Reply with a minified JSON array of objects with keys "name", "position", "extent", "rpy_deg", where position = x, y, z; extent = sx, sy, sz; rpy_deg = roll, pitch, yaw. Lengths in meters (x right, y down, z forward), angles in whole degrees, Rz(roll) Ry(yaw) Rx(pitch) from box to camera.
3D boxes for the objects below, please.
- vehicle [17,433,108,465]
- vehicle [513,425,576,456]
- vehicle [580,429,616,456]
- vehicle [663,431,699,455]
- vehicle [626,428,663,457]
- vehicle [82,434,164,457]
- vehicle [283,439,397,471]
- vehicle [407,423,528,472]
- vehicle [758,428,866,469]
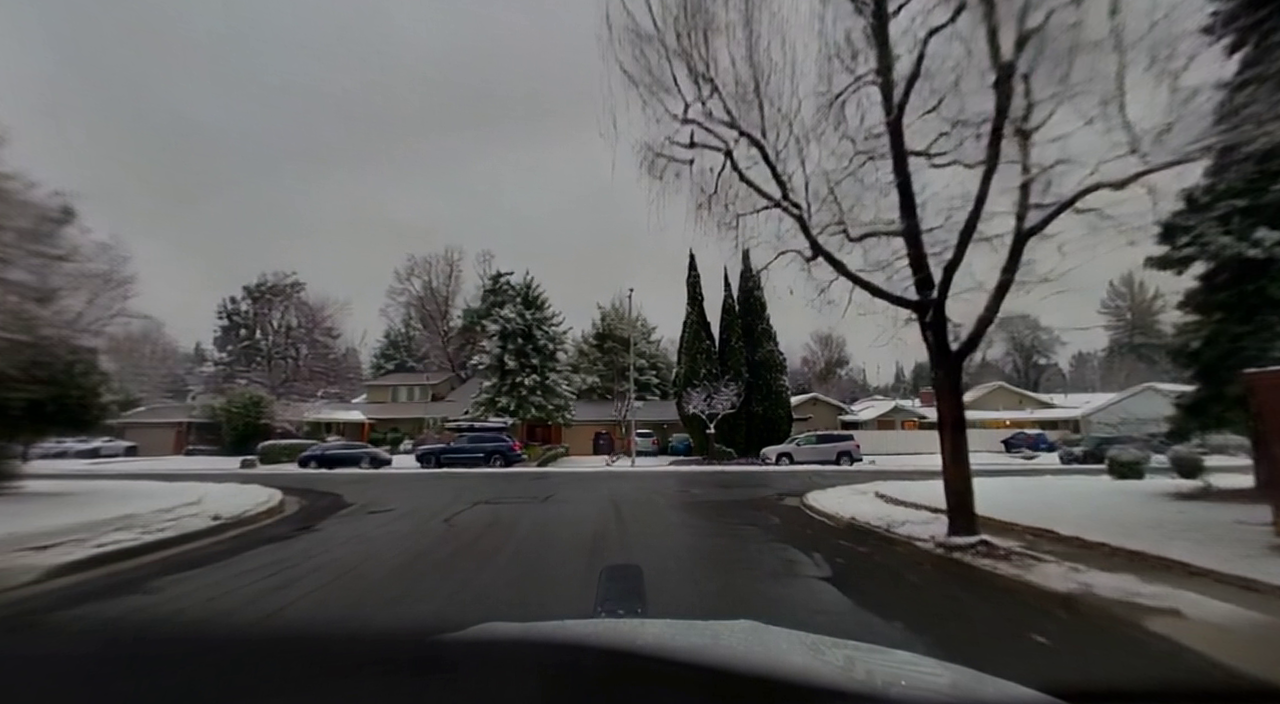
[{"name":"vehicle","position":[-34.909,5.831,38.358],"extent":[1.803,1.610,4.271],"rpy_deg":[-5,-7,-4]},{"name":"vehicle","position":[-6.982,6.438,45.675],"extent":[2.307,2.043,5.475],"rpy_deg":[6,-10,-33]},{"name":"vehicle","position":[-3.218,6.773,47.301],"extent":[2.391,1.894,5.075],"rpy_deg":[1,-9,-7]},{"name":"vehicle","position":[2.952,6.724,46.464],"extent":[2.005,1.699,4.234],"rpy_deg":[1,-9,-5]},{"name":"vehicle","position":[0.255,6.452,45.118],"extent":[2.278,1.969,5.533],"rpy_deg":[0,-8,-4]},{"name":"vehicle","position":[-35.743,6.473,43.828],"extent":[1.865,1.499,4.619],"rpy_deg":[0,-8,-1]},{"name":"vehicle","position":[-14.648,5.045,31.070],"extent":[4.650,1.480,1.782],"rpy_deg":[0,-9,-3]},{"name":"vehicle","position":[-8.498,4.734,31.590],"extent":[5.419,2.292,2.272],"rpy_deg":[0,-7,-4]},{"name":"vehicle","position":[8.725,4.940,32.352],"extent":[4.919,1.969,2.104],"rpy_deg":[1,-9,-1]}]
